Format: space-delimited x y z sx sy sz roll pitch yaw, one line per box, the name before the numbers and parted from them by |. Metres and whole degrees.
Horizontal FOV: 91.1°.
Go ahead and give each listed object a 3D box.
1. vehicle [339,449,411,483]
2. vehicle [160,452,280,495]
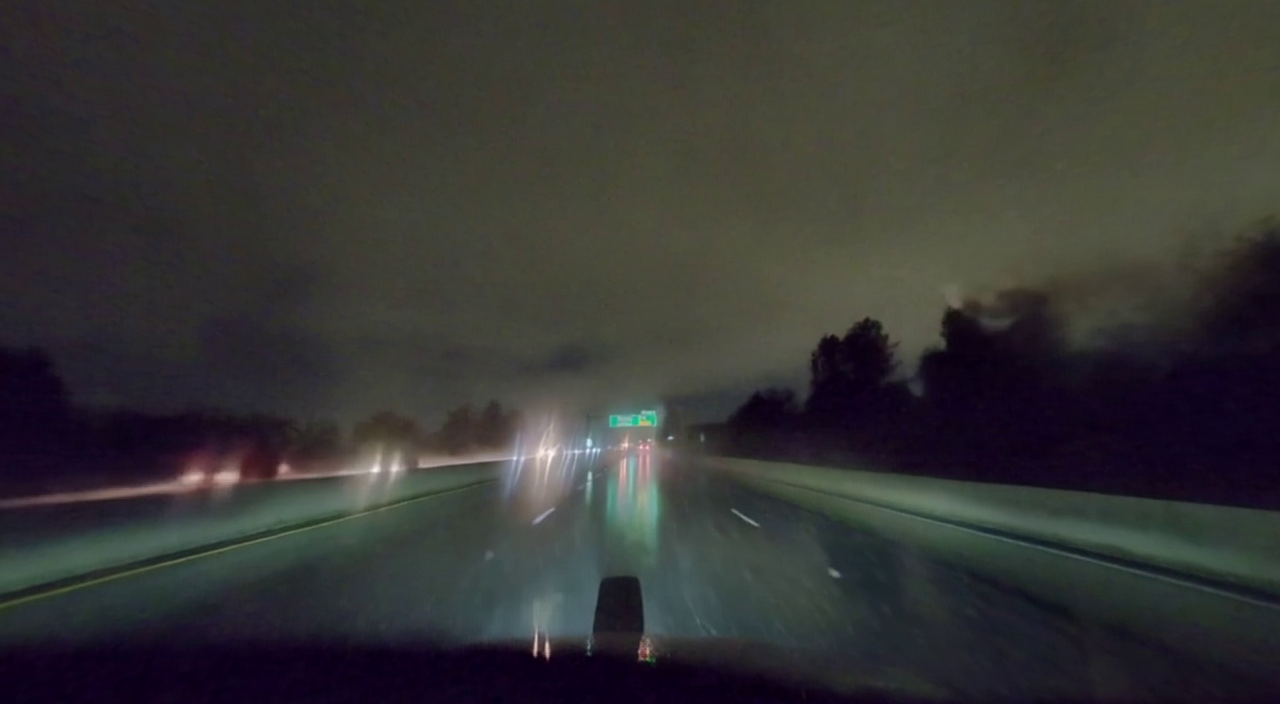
vehicle | -12.584 5.406 30.091 1.852 1.512 3.732 0 -9 -1
vehicle | -16.802 4.827 25.433 1.866 1.560 4.266 0 -9 0
